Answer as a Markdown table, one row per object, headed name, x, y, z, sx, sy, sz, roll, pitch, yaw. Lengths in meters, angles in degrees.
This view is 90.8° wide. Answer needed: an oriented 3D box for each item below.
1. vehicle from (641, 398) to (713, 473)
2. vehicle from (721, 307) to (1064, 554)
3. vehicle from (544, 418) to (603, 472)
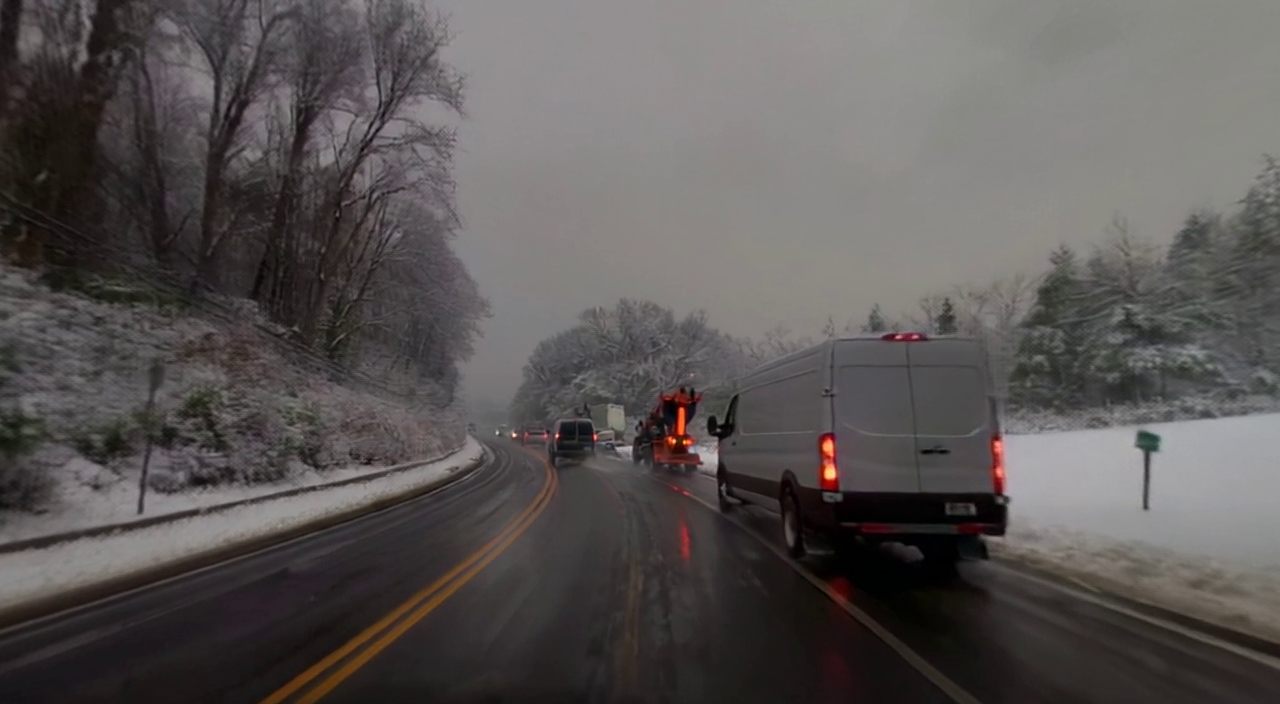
| name | x | y | z | sx | sy | sz | roll | pitch | yaw |
| --- | --- | --- | --- | --- | --- | --- | --- | --- | --- |
| vehicle | 1.504 | 3.706 | 27.865 | 2.703 | 3.066 | 4.047 | 0 | -9 | -3 |
| vehicle | 3.928 | 1.589 | 12.803 | 3.126 | 3.310 | 8.534 | 0 | -8 | -2 |
| vehicle | -3.149 | 4.243 | 28.901 | 2.362 | 2.223 | 4.892 | 1 | -9 | -9 |
